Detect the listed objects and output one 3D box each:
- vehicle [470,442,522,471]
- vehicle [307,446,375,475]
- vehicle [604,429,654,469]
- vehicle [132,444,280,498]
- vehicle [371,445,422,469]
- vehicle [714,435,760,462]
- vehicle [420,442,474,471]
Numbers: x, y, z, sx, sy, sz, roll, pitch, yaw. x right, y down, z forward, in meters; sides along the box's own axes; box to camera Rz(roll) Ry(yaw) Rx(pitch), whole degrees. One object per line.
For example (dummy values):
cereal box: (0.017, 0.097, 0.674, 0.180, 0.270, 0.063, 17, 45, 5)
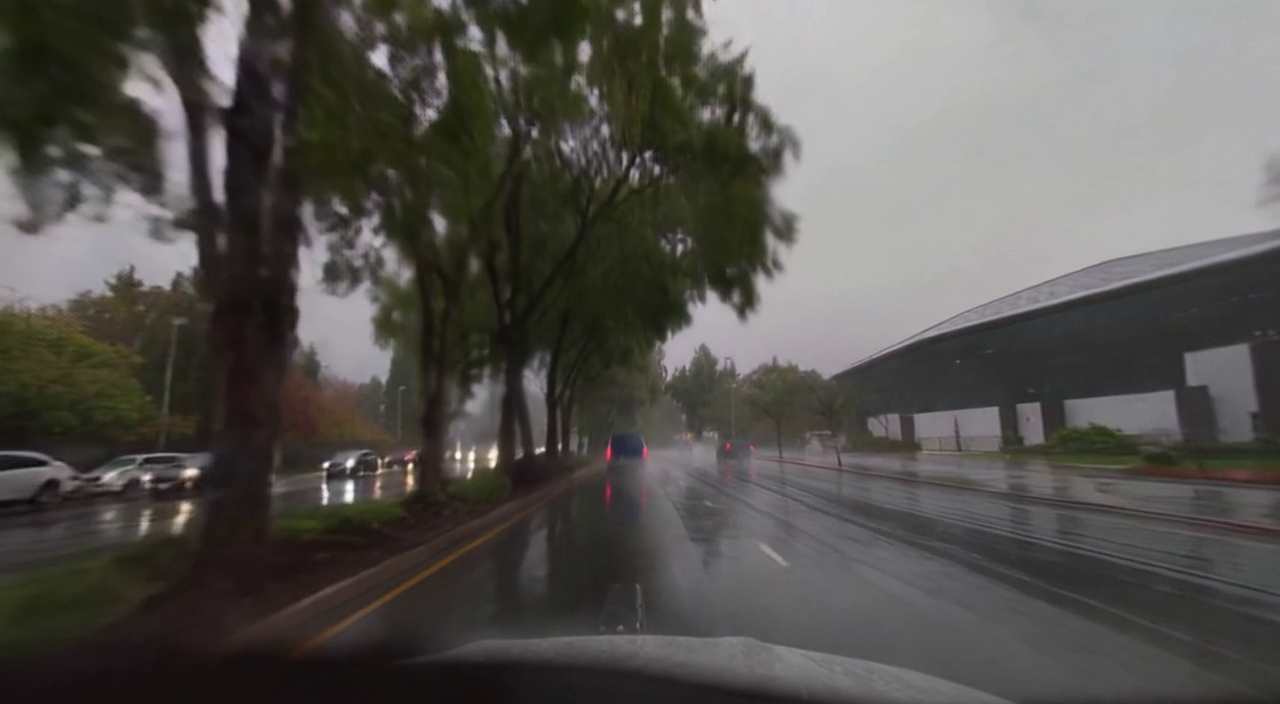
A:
vehicle: (-8.001, 5.825, 35.409, 1.964, 1.478, 4.368, 0, -8, -1)
vehicle: (-18.630, 6.744, 39.631, 1.980, 1.712, 4.535, 0, -8, 1)
vehicle: (-0.547, 5.112, 33.399, 2.411, 1.937, 5.186, 0, -8, -1)
vehicle: (-14.728, 4.000, 21.808, 1.950, 1.655, 4.395, 0, -8, 0)
vehicle: (-18.400, 7.934, 47.990, 1.999, 1.682, 4.914, 0, -8, -1)
vehicle: (6.778, 6.835, 44.816, 2.364, 1.781, 4.854, 0, -8, -2)
vehicle: (-11.414, 6.191, 37.655, 1.904, 1.622, 4.225, 0, -8, -1)
